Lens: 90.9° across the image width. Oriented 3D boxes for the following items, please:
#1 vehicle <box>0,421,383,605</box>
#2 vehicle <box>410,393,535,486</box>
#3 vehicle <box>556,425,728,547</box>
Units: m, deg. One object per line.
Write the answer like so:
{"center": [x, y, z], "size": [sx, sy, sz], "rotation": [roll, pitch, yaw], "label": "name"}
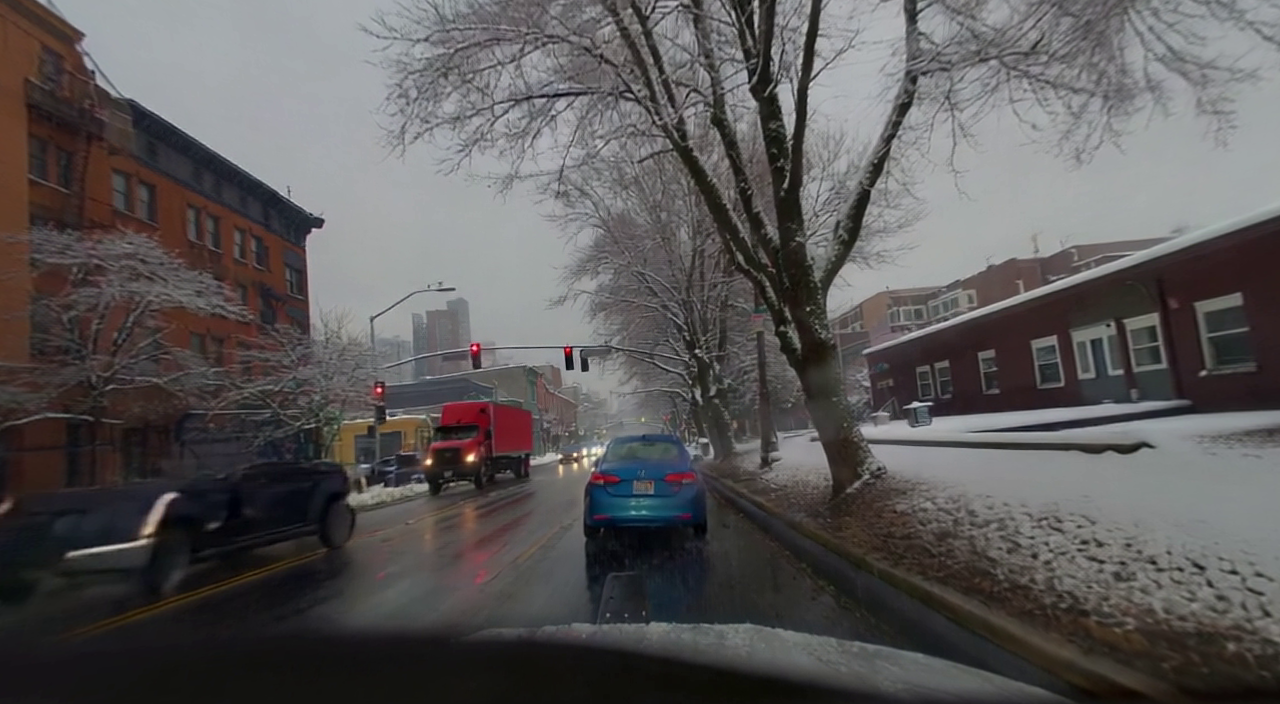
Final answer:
{"center": [-6.416, 2.088, 9.508], "size": [2.402, 1.852, 6.057], "rotation": [0, -8, 2], "label": "vehicle"}
{"center": [-8.151, 4.605, 32.845], "size": [2.986, 3.933, 11.600], "rotation": [0, -8, 2], "label": "vehicle"}
{"center": [0.074, 1.936, 9.735], "size": [2.094, 1.478, 3.922], "rotation": [0, -8, 2], "label": "vehicle"}
